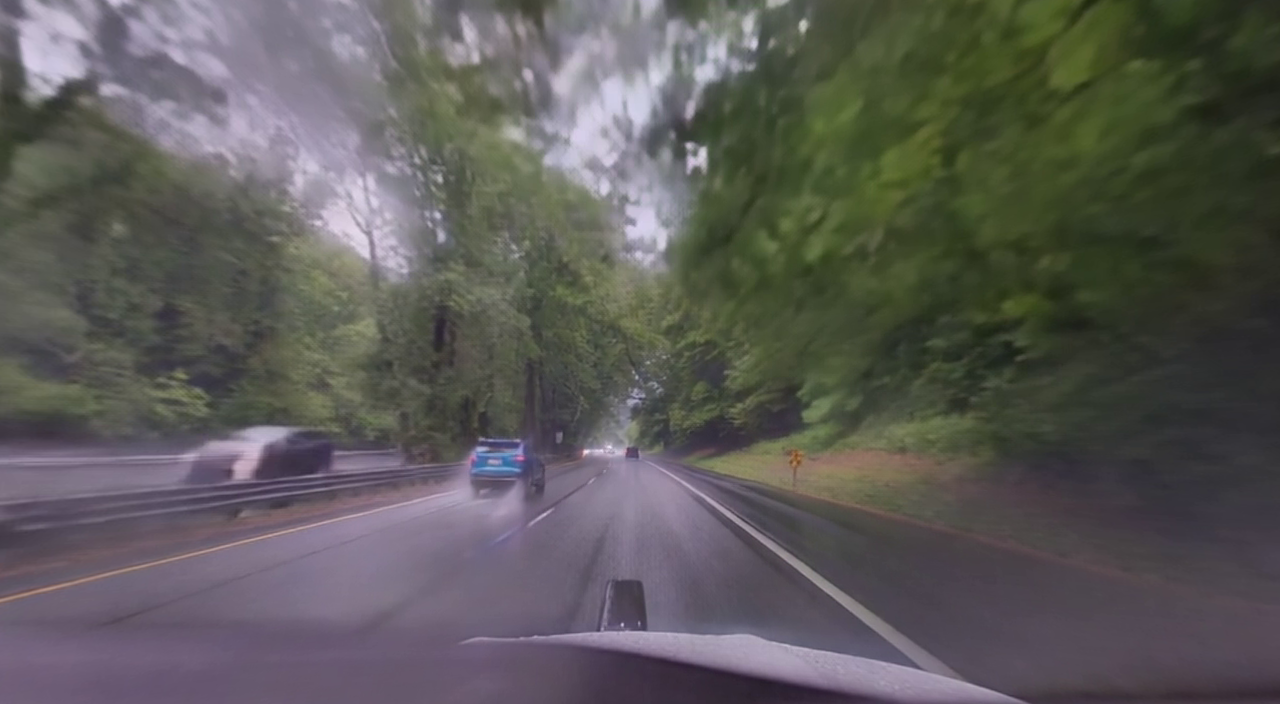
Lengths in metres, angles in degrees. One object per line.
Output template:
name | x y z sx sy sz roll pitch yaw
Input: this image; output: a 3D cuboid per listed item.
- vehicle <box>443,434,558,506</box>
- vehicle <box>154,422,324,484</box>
vehicle | -3.709 3.251 17.762 2.135 1.755 4.476 0 -9 1
vehicle | -12.022 3.102 19.415 2.072 1.634 4.756 0 -9 0
